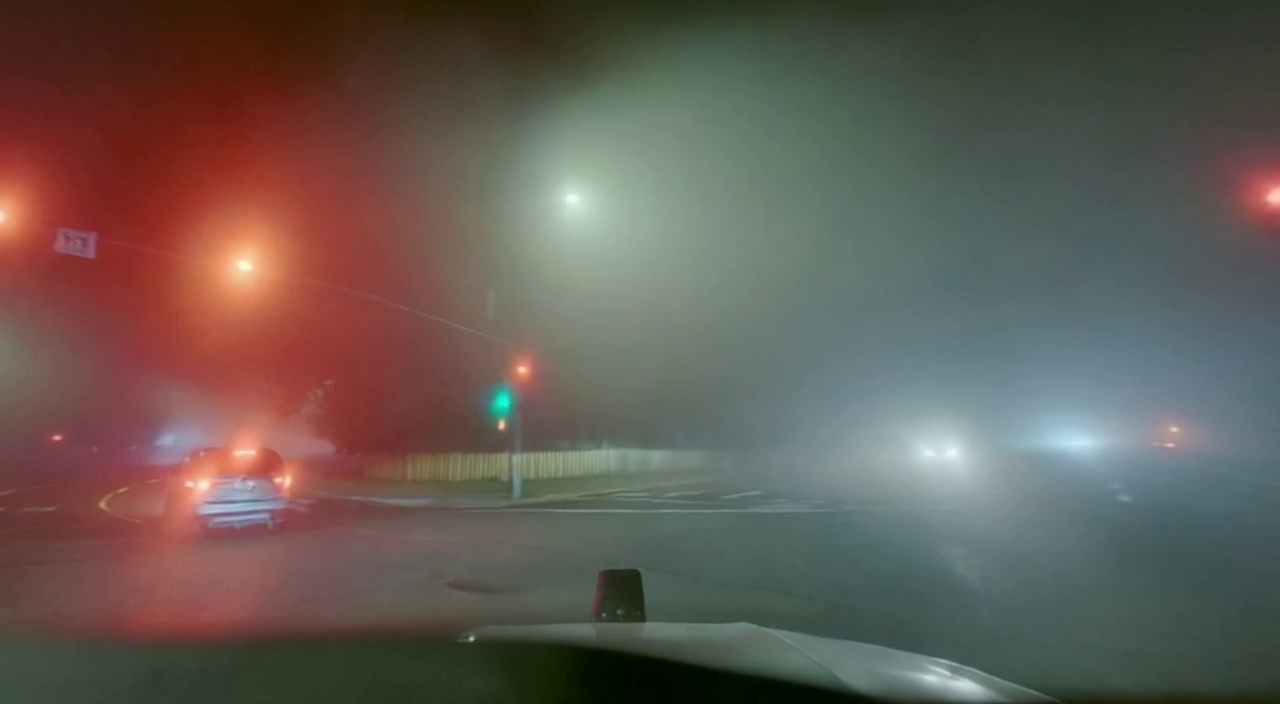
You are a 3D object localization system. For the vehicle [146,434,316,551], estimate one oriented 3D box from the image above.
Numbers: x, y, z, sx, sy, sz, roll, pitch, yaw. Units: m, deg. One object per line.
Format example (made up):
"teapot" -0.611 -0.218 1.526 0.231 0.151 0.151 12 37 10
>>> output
"vehicle" -8.259 2.597 12.559 2.230 1.827 4.580 7 -11 -38
